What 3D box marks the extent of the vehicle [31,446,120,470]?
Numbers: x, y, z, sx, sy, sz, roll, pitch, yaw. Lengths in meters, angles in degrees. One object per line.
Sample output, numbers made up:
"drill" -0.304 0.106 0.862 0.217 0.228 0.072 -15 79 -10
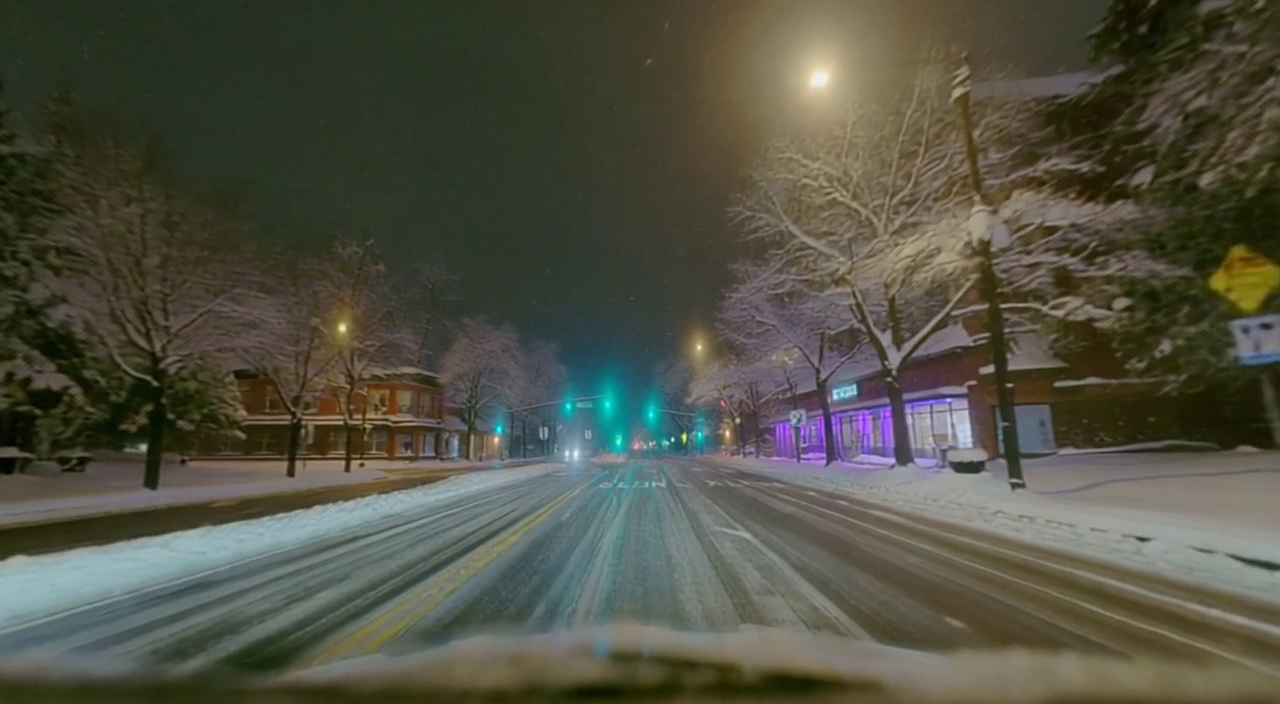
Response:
"vehicle" -44.167 8.290 49.415 4.973 1.790 1.987 0 -8 -1
